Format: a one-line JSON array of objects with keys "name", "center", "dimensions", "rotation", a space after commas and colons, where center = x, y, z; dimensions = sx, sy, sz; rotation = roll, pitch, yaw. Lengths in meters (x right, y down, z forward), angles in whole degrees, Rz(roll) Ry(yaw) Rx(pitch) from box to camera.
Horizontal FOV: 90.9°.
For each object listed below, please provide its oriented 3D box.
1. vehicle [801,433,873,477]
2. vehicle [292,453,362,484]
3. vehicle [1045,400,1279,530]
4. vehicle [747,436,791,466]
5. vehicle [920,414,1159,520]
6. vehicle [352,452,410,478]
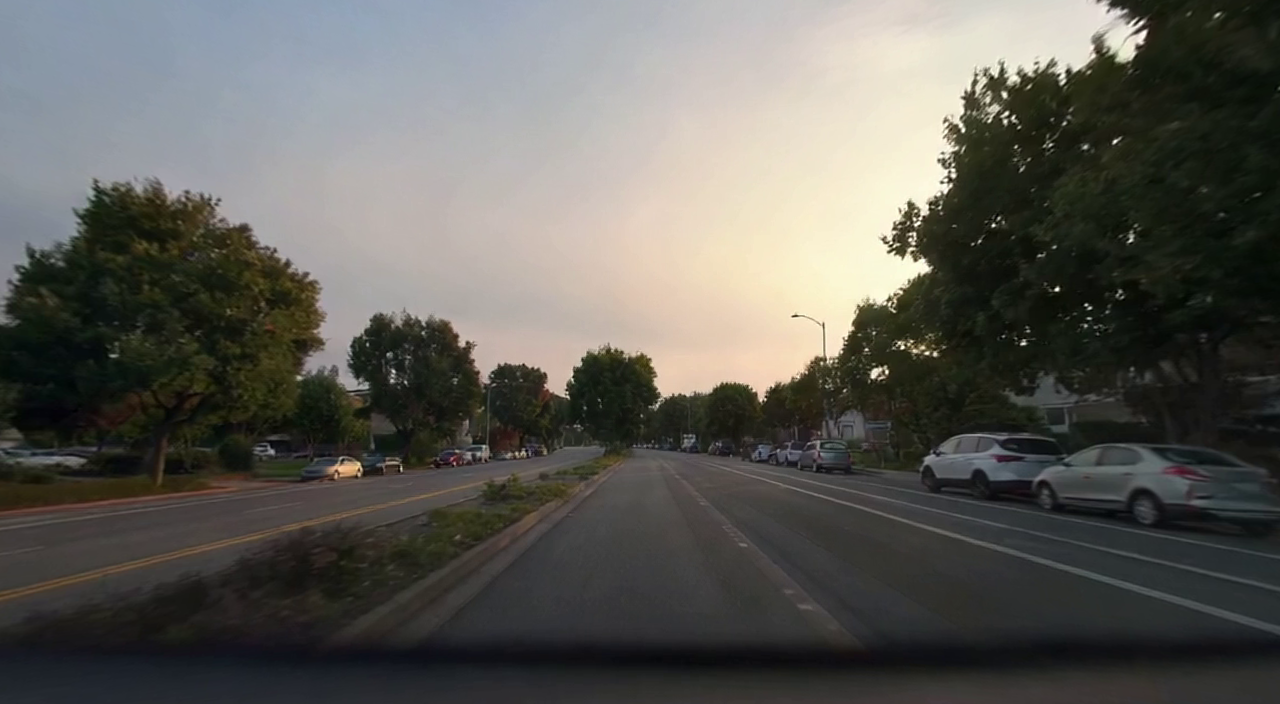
[{"name": "vehicle", "center": [9.869, 5.207, 32.101], "dimensions": [2.169, 2.043, 5.484], "rotation": [0, -9, 3]}, {"name": "vehicle", "center": [-17.213, 6.398, 34.937], "dimensions": [1.879, 1.494, 4.227], "rotation": [-1, -8, -3]}, {"name": "vehicle", "center": [10.488, 2.104, 12.060], "dimensions": [2.032, 1.936, 4.955], "rotation": [1, -9, -2]}, {"name": "vehicle", "center": [10.032, 7.759, 49.588], "dimensions": [2.115, 2.151, 5.826], "rotation": [1, -9, -1]}, {"name": "vehicle", "center": [9.199, 2.717, 15.374], "dimensions": [2.215, 2.068, 5.493], "rotation": [0, -9, 0]}, {"name": "vehicle", "center": [-16.742, 7.303, 40.978], "dimensions": [1.868, 1.470, 4.652], "rotation": [-1, -8, 0]}]
